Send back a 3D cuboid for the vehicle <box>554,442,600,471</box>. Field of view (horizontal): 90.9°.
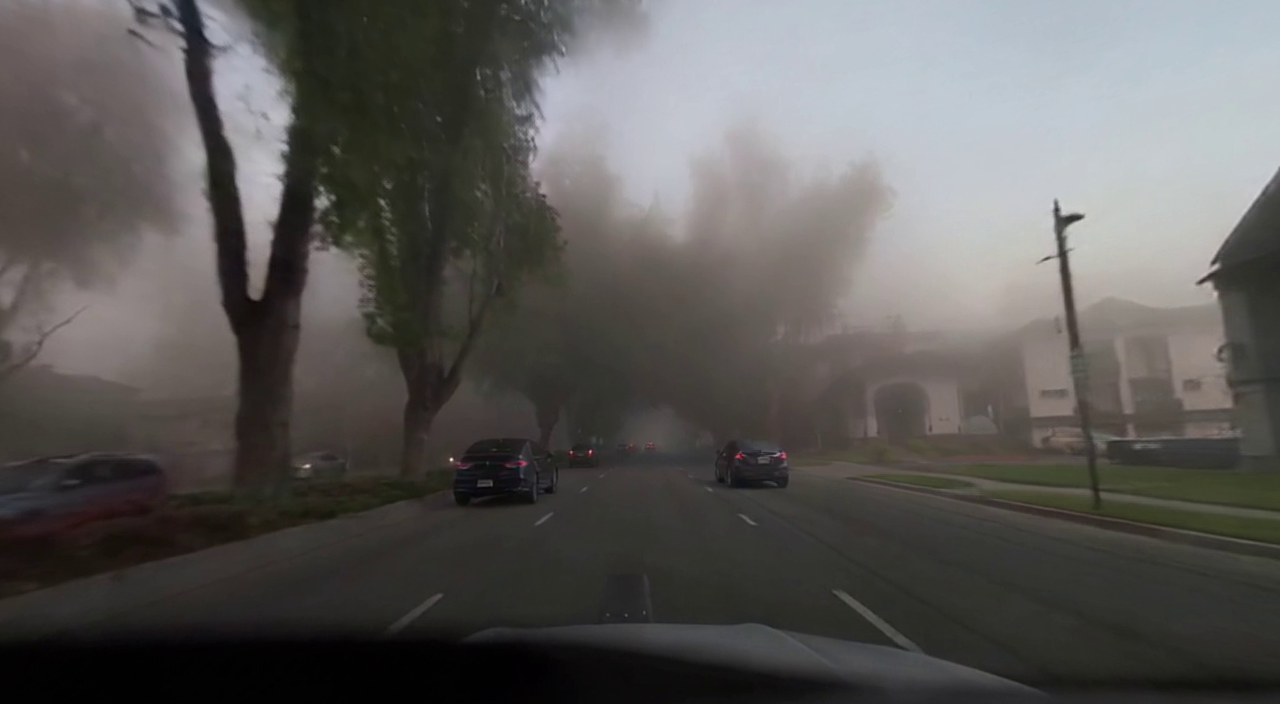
[{"bbox_3d":[-3.451,5.858,35.487,1.988,1.497,4.404,0,-8,2],"label":"vehicle"}]

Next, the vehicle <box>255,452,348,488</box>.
[{"bbox_3d":[-19.186,6.653,36.043,2.240,1.805,5.313,0,-8,2],"label":"vehicle"}]

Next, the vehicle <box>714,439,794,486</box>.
[{"bbox_3d":[3.867,3.836,22.214,2.010,1.486,4.498,0,-8,0],"label":"vehicle"}]

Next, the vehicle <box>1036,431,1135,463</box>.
[{"bbox_3d":[24.089,5.138,34.295,1.754,1.461,4.491,-3,-8,-6],"label":"vehicle"}]

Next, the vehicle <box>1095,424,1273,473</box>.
[{"bbox_3d":[18.060,3.260,21.281,1.843,1.484,4.526,0,-9,-2],"label":"vehicle"}]

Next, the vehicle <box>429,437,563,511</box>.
[{"bbox_3d":[-3.192,2.805,15.017,2.053,1.480,4.381,0,-8,1],"label":"vehicle"}]

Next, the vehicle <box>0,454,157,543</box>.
[{"bbox_3d":[-12.457,2.879,12.760,1.868,1.522,4.326,0,-8,1],"label":"vehicle"}]
